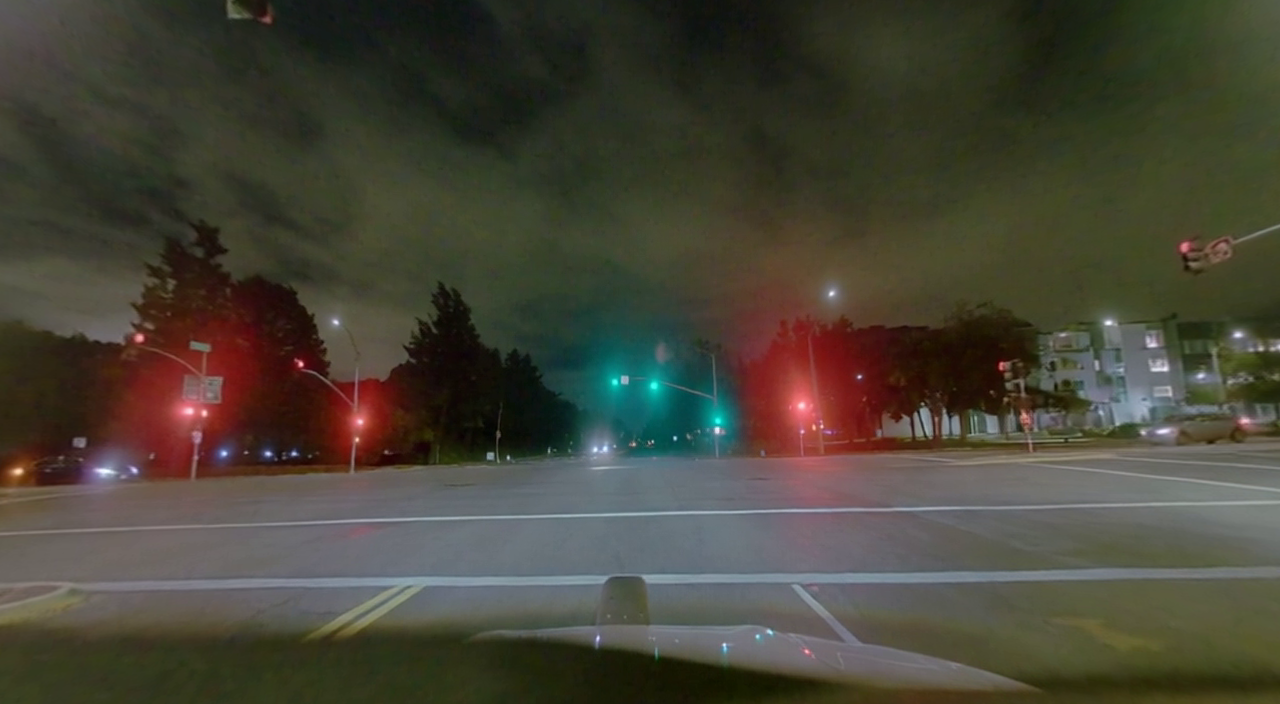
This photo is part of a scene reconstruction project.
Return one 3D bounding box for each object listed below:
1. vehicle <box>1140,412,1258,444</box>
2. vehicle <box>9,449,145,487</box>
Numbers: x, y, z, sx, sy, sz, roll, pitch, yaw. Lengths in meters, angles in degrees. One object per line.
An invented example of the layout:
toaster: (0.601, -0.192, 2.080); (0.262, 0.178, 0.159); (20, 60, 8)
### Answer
vehicle: (30.268, 4.158, 34.228); (4.483, 1.691, 1.949); (0, -8, 1)
vehicle: (-25.158, 5.163, 28.252); (4.332, 1.573, 1.900); (0, -8, 3)
